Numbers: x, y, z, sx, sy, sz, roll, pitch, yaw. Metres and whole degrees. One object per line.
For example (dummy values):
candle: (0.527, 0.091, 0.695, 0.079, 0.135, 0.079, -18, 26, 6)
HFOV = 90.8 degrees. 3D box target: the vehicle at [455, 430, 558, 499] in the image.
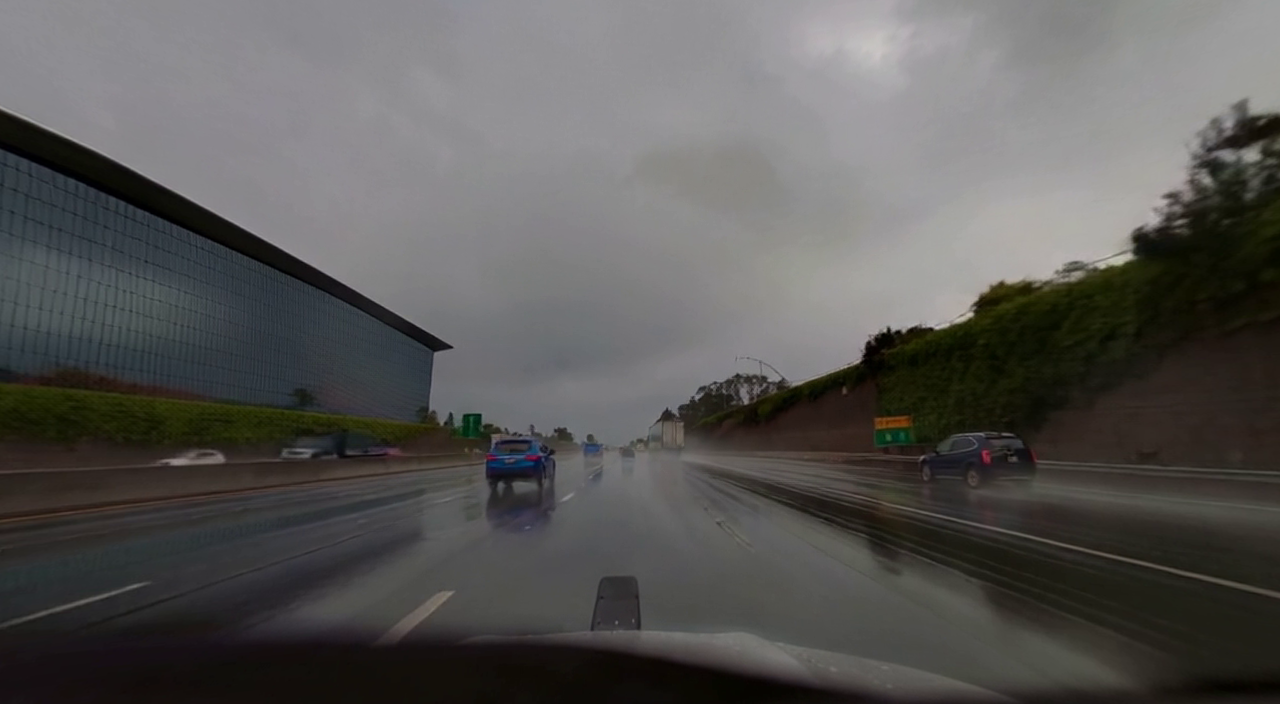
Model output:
vehicle: (-3.622, 3.142, 17.976, 2.039, 1.710, 4.237, 0, -9, -1)

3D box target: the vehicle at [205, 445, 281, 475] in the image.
vehicle: (-20.461, 5.576, 32.712, 1.654, 1.416, 3.481, -1, -9, 0)

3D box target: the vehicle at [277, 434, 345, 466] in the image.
vehicle: (-24.020, 7.170, 46.398, 2.223, 2.194, 5.208, 0, -9, -1)

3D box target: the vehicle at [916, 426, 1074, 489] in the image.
vehicle: (11.278, 3.410, 20.655, 2.089, 1.787, 5.080, 0, -9, -1)
